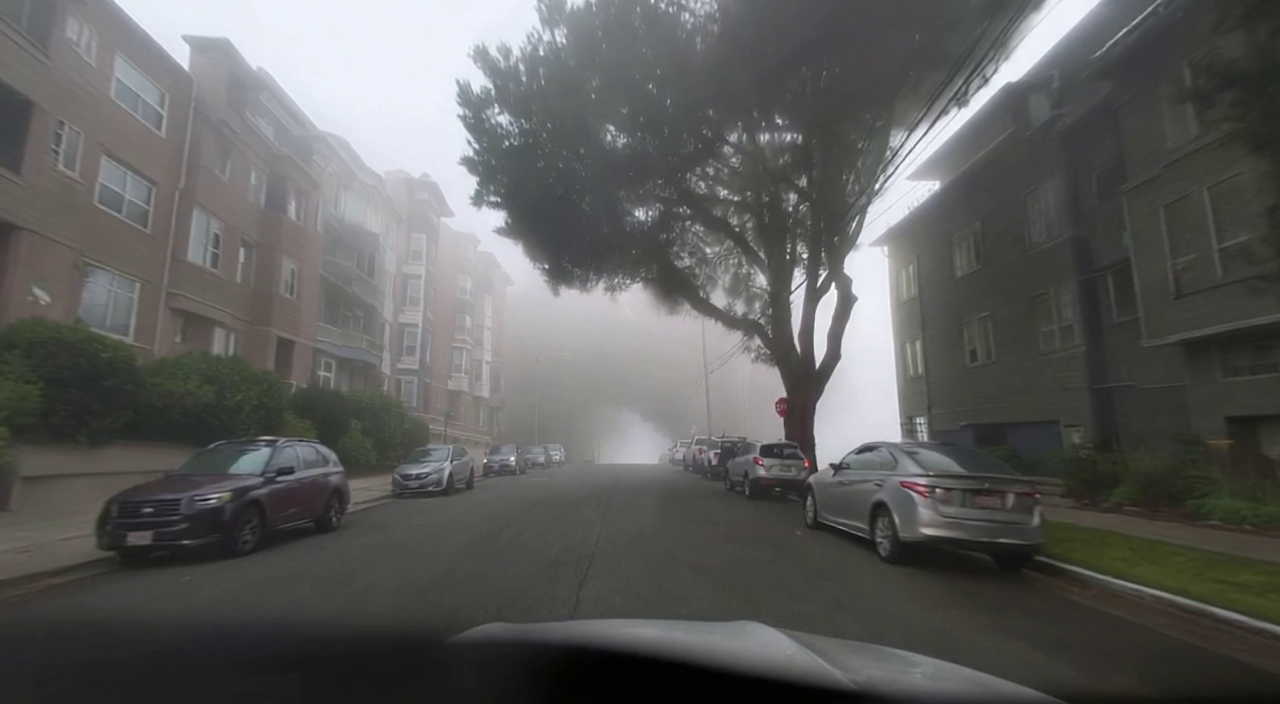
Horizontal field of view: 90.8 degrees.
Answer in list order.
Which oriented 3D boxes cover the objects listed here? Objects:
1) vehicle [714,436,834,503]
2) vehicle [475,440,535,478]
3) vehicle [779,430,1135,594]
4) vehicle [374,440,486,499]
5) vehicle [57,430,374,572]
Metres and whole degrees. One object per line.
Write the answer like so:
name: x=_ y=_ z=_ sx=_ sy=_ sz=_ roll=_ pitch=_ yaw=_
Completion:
vehicle: x=3.350 y=3.046 z=16.905 sx=1.948 sy=1.502 sz=5.013 roll=0 pitch=-8 yaw=-2
vehicle: x=-6.452 y=5.130 z=30.610 sx=1.947 sy=1.707 sz=4.352 roll=0 pitch=-8 yaw=0
vehicle: x=3.482 y=1.837 z=8.382 sx=2.041 sy=1.488 sz=5.026 roll=0 pitch=-8 yaw=-1
vehicle: x=-6.494 y=3.667 z=20.152 sx=2.100 sy=1.640 sz=4.341 roll=0 pitch=-8 yaw=0
vehicle: x=-6.256 y=2.189 z=10.206 sx=2.023 sy=1.740 sz=4.567 roll=0 pitch=-8 yaw=-2
